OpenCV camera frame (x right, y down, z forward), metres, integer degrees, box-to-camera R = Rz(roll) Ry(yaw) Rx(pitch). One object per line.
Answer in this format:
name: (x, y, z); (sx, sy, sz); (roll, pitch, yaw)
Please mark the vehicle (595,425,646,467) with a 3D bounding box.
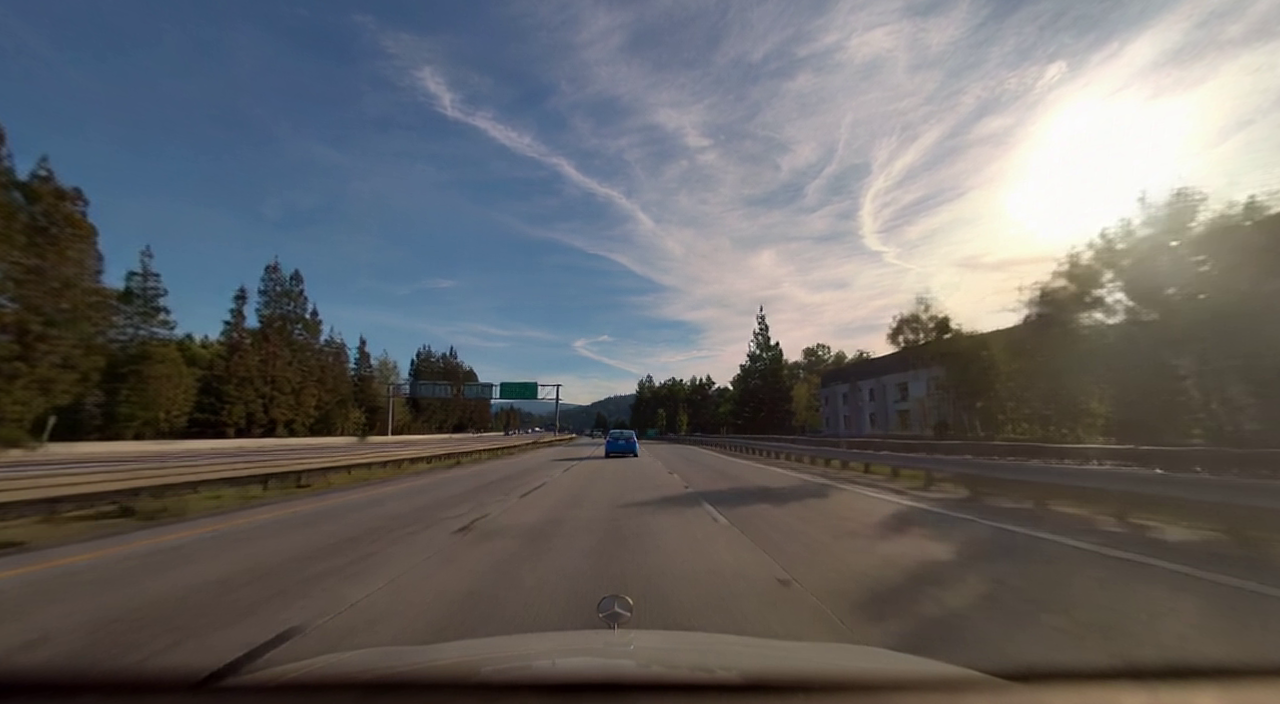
vehicle: (-0.813, 3.930, 26.613); (2.020, 1.633, 3.942); (0, -8, -2)
